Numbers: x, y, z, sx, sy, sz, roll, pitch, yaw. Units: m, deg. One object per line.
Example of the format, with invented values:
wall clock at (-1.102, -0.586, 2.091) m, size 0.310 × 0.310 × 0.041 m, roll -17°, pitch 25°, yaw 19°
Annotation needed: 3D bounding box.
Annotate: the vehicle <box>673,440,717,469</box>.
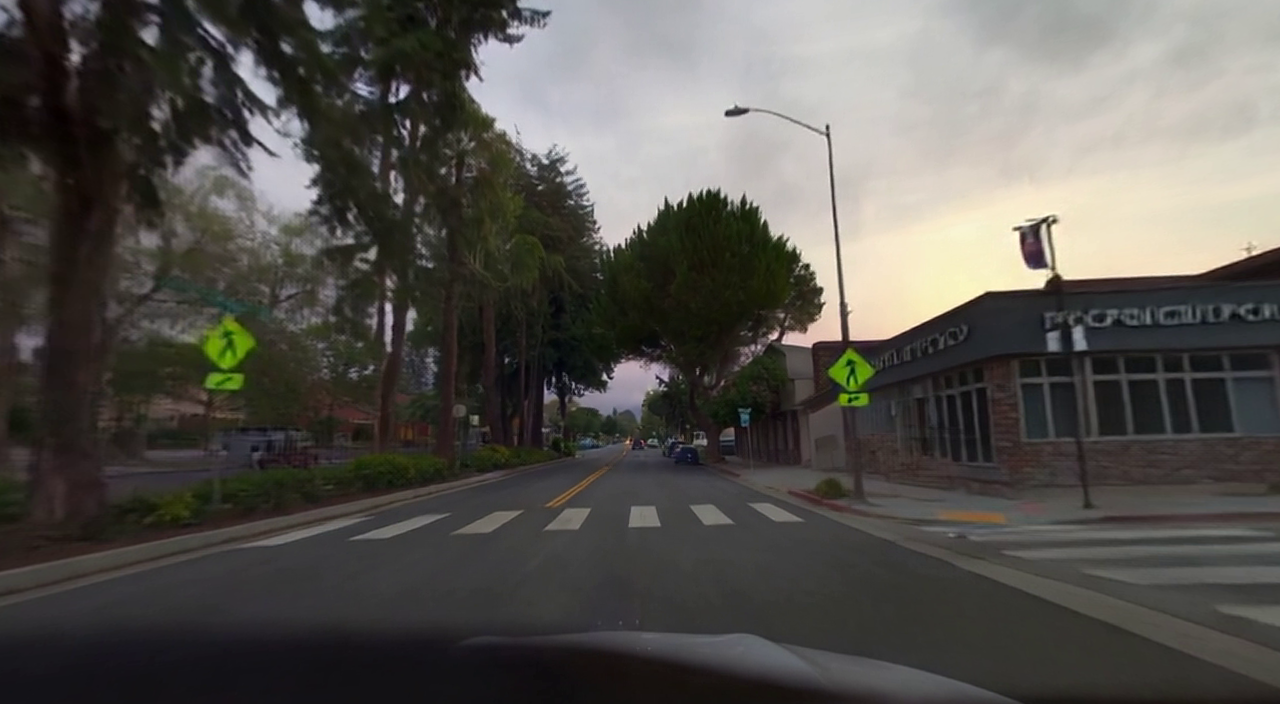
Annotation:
vehicle at (3.103, 5.904, 36.484) m, size 2.152 × 1.527 × 4.010 m, roll 0°, pitch -9°, yaw 0°
